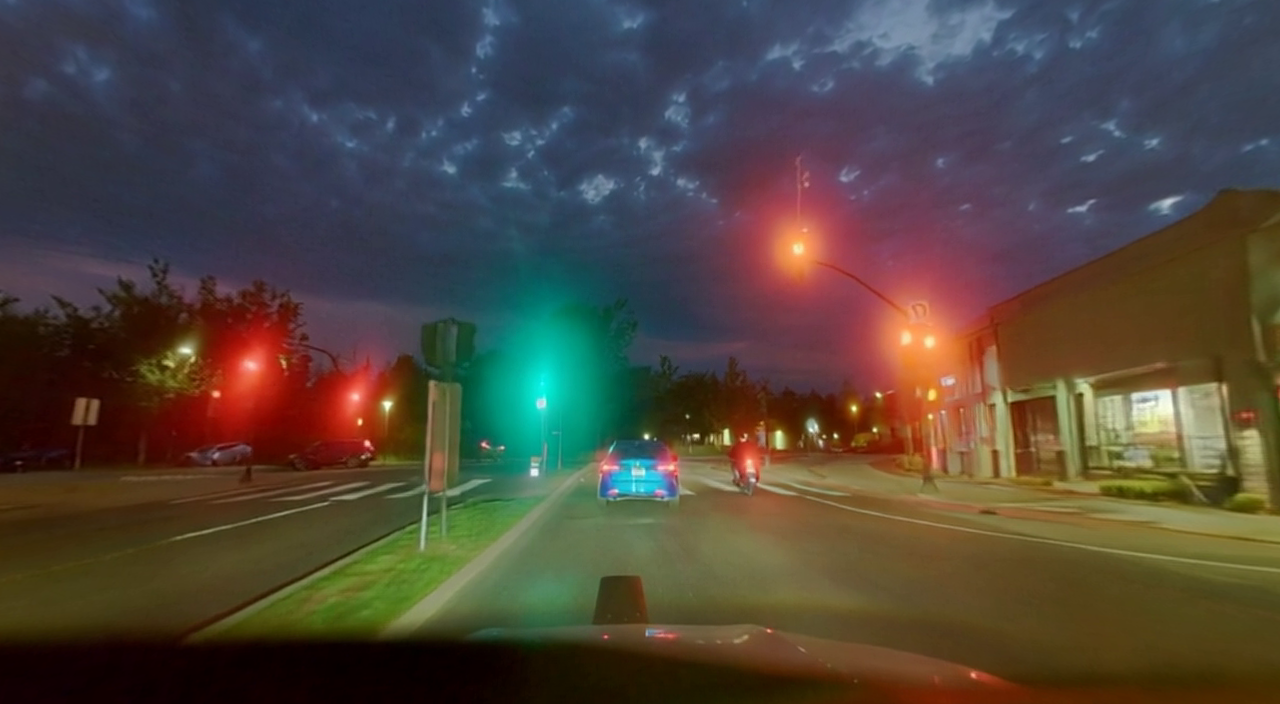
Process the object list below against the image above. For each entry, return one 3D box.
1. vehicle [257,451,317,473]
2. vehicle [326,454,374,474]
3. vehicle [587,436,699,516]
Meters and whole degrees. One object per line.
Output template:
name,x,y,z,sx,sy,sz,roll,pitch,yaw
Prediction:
vehicle,-21.694,6.769,38.817,1.433,1.269,2.779,-6,-10,31
vehicle,-19.556,7.536,42.532,1.259,1.181,2.744,-4,-9,25
vehicle,0.011,2.649,13.971,2.118,1.480,3.949,0,-8,-1
